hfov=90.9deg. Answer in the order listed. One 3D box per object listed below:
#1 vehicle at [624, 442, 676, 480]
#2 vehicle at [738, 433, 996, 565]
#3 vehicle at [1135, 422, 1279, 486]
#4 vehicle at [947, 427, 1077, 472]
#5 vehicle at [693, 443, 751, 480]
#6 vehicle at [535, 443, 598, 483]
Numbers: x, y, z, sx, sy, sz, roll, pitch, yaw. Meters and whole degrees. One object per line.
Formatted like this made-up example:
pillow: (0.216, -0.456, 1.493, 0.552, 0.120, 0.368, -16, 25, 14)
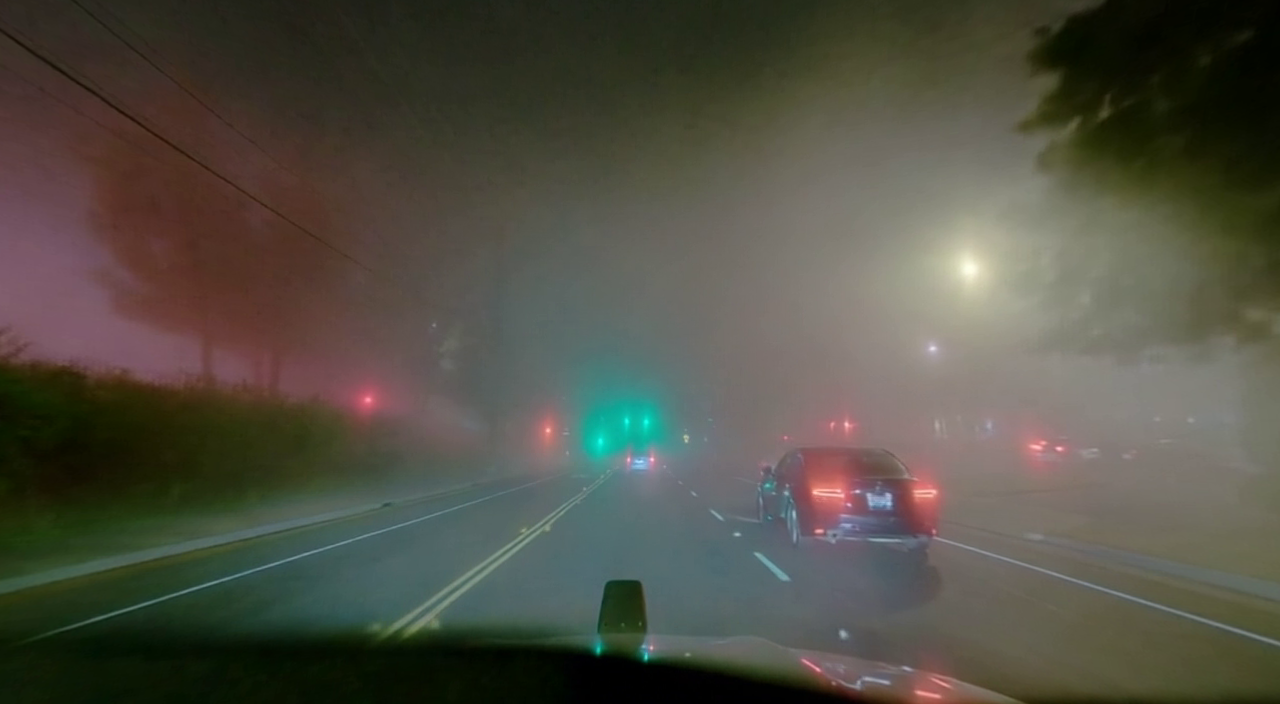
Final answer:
vehicle: (0.396, 4.657, 27.247, 2.101, 1.467, 4.210, 0, -8, 0)
vehicle: (2.944, 2.008, 9.470, 2.158, 1.483, 4.415, 0, -8, -1)
vehicle: (20.783, 3.502, 21.956, 2.177, 1.947, 5.935, 0, -8, 0)
vehicle: (16.675, 4.454, 28.718, 2.478, 1.836, 5.409, 0, -9, -2)
vehicle: (3.479, 4.727, 27.486, 1.943, 1.484, 4.030, 0, -8, -1)
vehicle: (-2.982, 4.582, 26.403, 2.012, 1.505, 4.205, 0, -8, 2)
